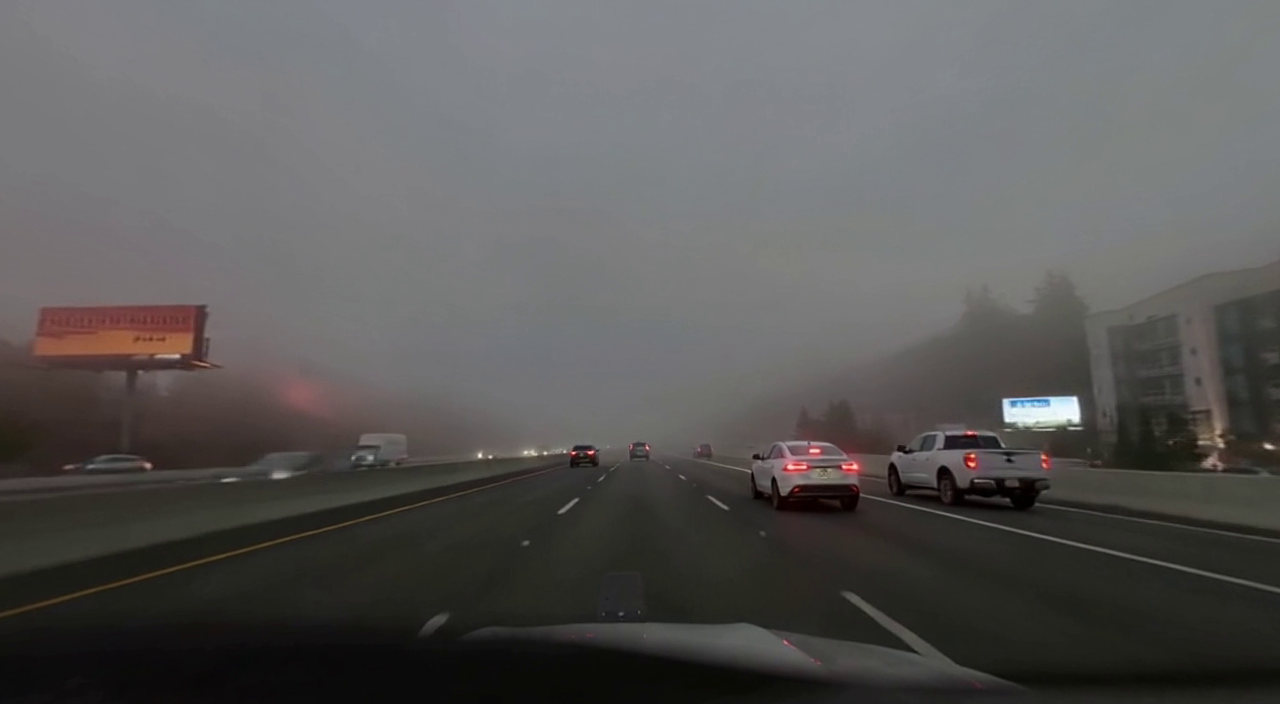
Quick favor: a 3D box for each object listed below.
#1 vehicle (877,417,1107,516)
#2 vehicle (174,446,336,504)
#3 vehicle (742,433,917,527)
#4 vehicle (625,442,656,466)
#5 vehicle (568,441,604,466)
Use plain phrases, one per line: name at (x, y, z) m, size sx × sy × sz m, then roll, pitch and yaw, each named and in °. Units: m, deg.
vehicle at (7.337, 2.453, 13.974) m, size 2.176 × 1.793 × 4.841 m, roll 0°, pitch -9°, yaw -1°
vehicle at (-11.078, 3.532, 18.671) m, size 1.888 × 1.486 × 4.616 m, roll 0°, pitch -9°, yaw 0°
vehicle at (3.465, 2.444, 12.616) m, size 1.987 × 1.509 × 4.512 m, roll 0°, pitch -9°, yaw -1°
vehicle at (0.009, 7.479, 46.481) m, size 2.191 × 1.685 × 4.015 m, roll 0°, pitch -9°, yaw -1°
vehicle at (-3.977, 7.578, 47.329) m, size 2.256 × 1.756 × 4.745 m, roll 0°, pitch -9°, yaw 0°
